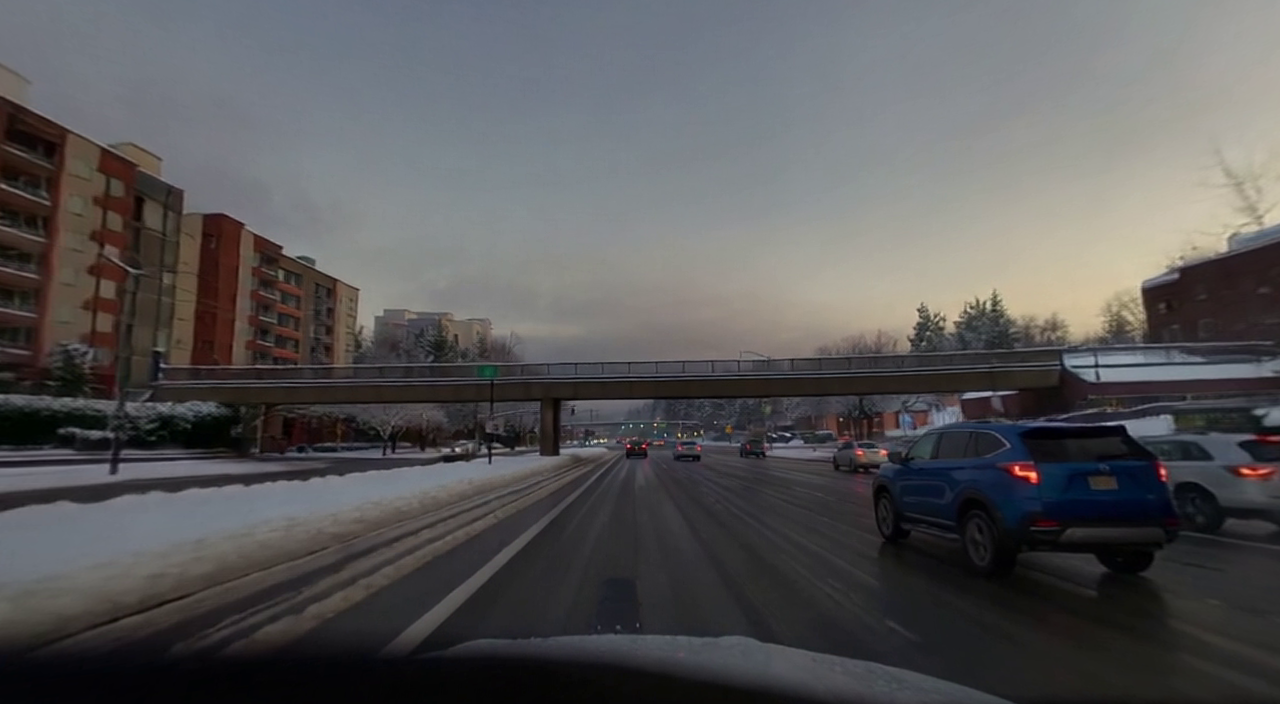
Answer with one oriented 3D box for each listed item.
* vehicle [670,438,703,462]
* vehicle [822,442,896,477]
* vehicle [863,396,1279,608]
[{"bbox_3d":[3.427,7.338,47.354,2.165,1.708,3.928,0,-8,0],"label":"vehicle"},{"bbox_3d":[10.034,4.928,29.309,1.888,1.468,4.175,0,-8,-1],"label":"vehicle"},{"bbox_3d":[4.609,1.582,7.625,2.130,1.741,4.665,0,-8,0],"label":"vehicle"}]
